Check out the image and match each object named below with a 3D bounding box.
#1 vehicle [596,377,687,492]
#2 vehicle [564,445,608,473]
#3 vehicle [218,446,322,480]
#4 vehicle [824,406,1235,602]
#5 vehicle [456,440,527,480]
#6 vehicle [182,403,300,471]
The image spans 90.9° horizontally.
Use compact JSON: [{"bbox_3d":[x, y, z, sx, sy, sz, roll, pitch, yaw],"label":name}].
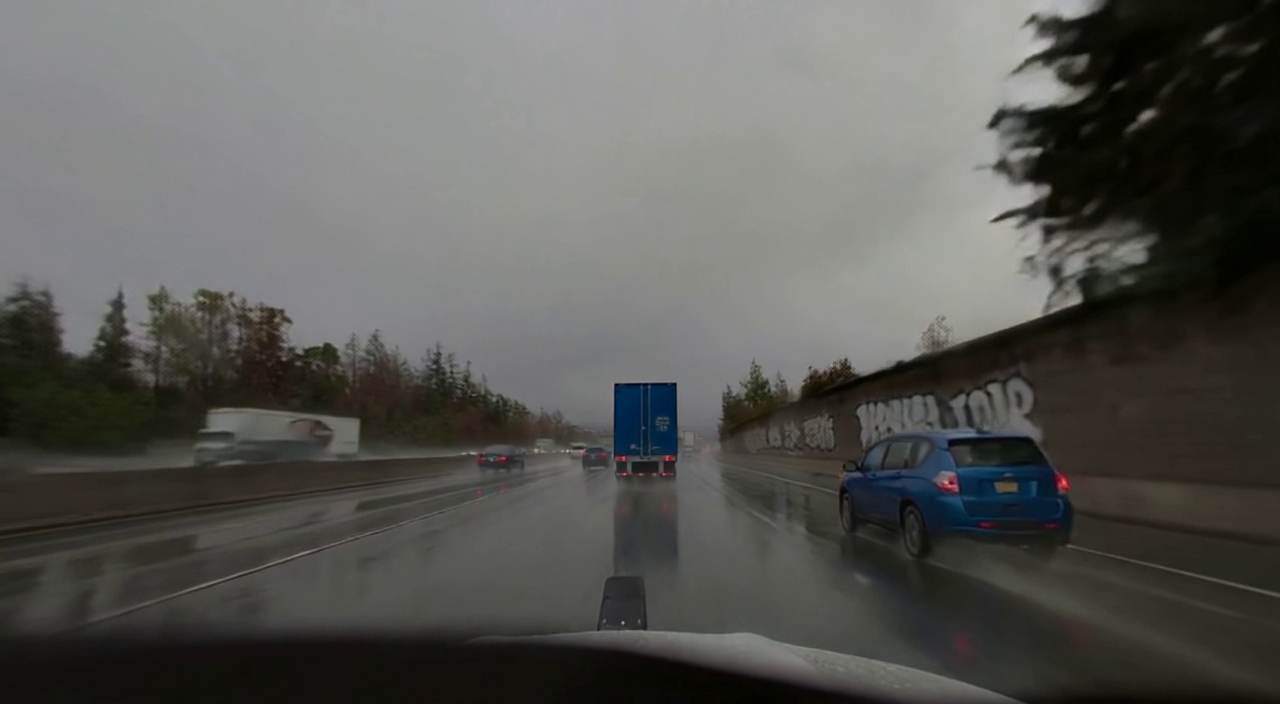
[{"bbox_3d":[0.087,3.394,25.152,2.915,3.661,9.741,0,-9,0],"label":"vehicle"},{"bbox_3d":[-3.031,6.071,35.915,2.020,1.505,4.171,0,-9,2],"label":"vehicle"},{"bbox_3d":[-18.493,5.570,31.842,2.062,1.554,5.036,-1,-9,3],"label":"vehicle"},{"bbox_3d":[4.035,1.667,7.739,2.205,1.689,4.403,0,-9,0],"label":"vehicle"},{"bbox_3d":[-6.416,4.729,27.694,2.005,1.607,4.042,0,-9,2],"label":"vehicle"},{"bbox_3d":[-24.238,5.290,38.752,2.998,3.835,5.934,-1,-9,2],"label":"vehicle"}]
